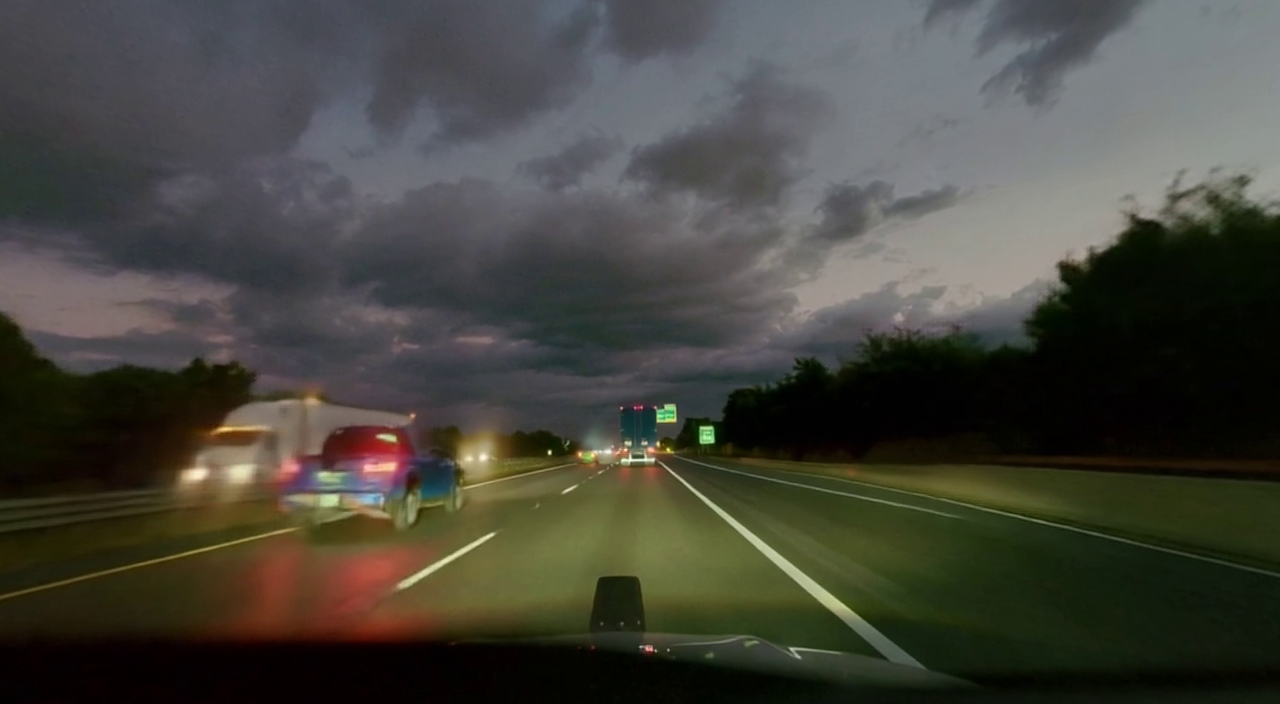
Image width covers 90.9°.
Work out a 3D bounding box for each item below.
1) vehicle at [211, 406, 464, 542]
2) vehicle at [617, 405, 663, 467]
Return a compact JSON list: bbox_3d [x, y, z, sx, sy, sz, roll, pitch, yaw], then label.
[{"bbox_3d":[-4.724,1.991,10.844,2.042,1.815,4.639,0,-9,0],"label":"vehicle"},{"bbox_3d":[0.096,6.135,45.605,2.899,3.966,10.053,0,-9,1],"label":"vehicle"}]
